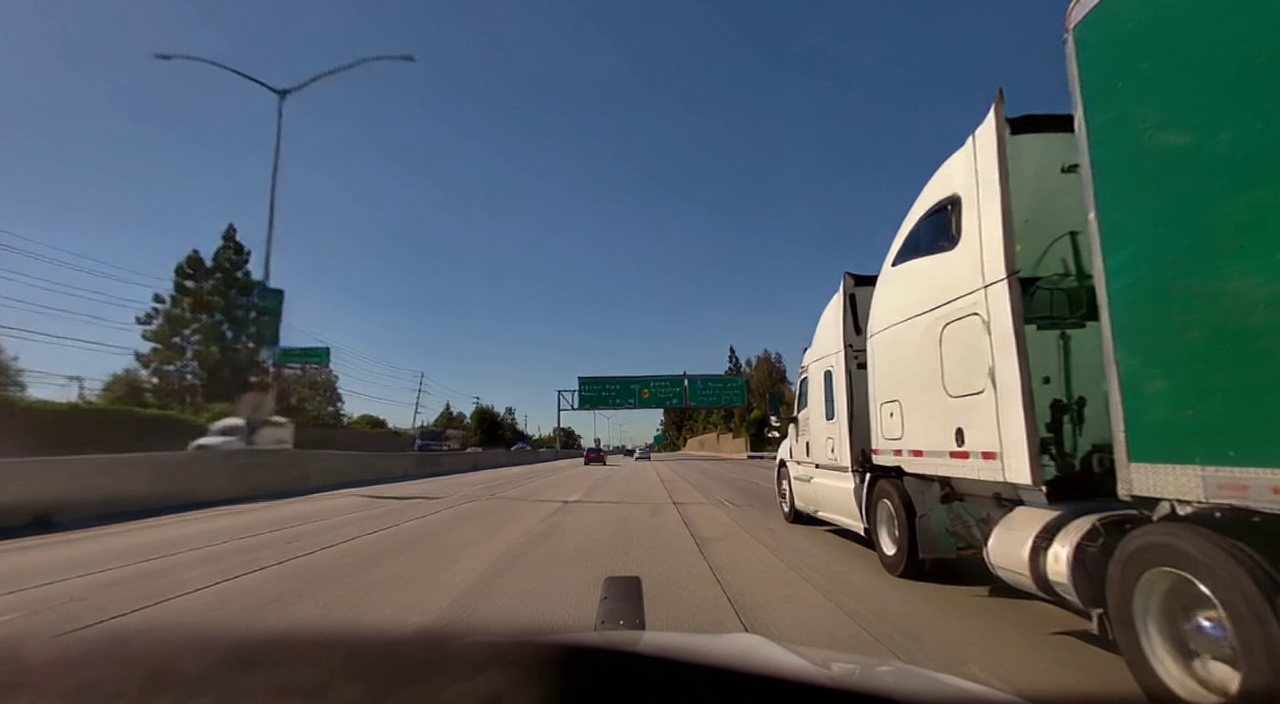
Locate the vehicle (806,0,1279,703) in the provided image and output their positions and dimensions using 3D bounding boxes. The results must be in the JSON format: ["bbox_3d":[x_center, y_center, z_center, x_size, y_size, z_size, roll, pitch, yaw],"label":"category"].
[{"bbox_3d":[3.961,-0.401,1.595,2.899,4.078,16.430,0,-9,1],"label":"vehicle"}]

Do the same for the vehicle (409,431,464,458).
[{"bbox_3d":[-14.289,6.552,44.459,2.205,1.808,4.768,0,-9,1],"label":"vehicle"}]

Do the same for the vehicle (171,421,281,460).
[{"bbox_3d":[-17.817,3.867,27.357,1.972,1.514,4.040,0,-9,0],"label":"vehicle"}]
